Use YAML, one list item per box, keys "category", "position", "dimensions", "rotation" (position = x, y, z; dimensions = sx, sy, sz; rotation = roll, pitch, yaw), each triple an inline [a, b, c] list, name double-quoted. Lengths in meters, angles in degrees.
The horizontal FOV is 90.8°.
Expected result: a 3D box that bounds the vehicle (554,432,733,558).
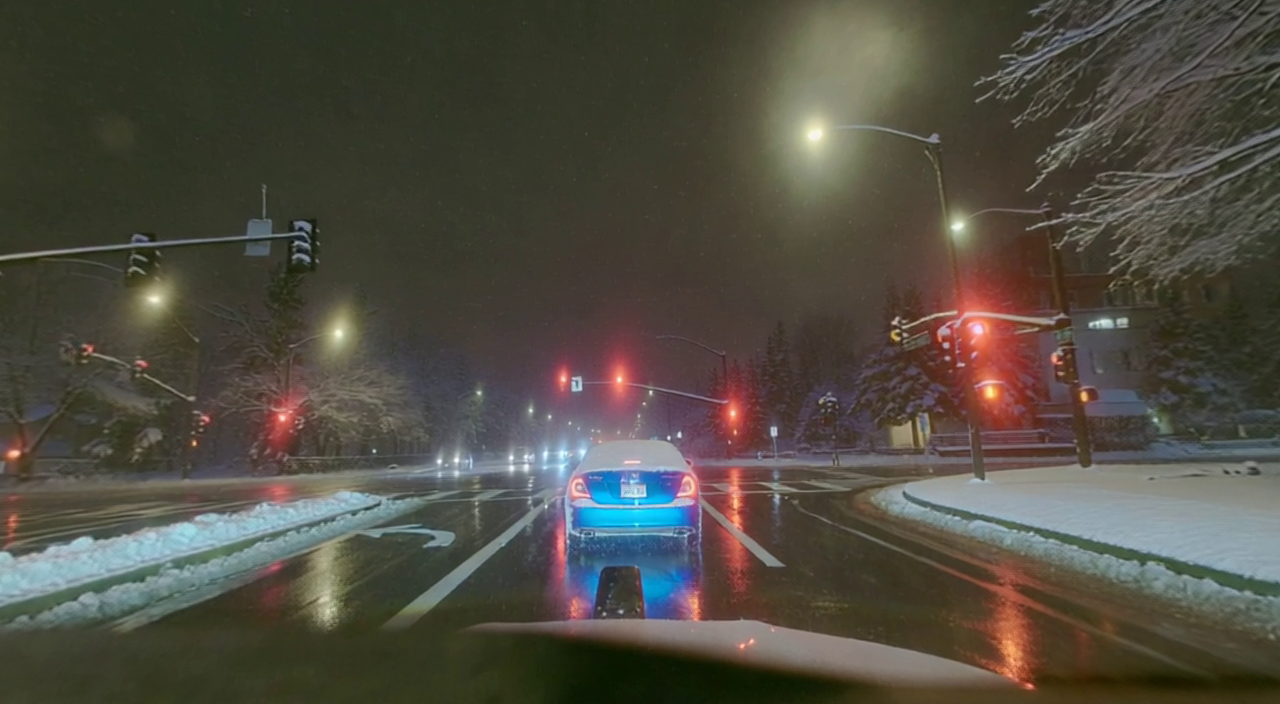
- category: "vehicle"
  position: [0.007, 1.997, 9.532]
  dimensions: [2.107, 1.470, 3.974]
  rotation: [0, -9, -1]
